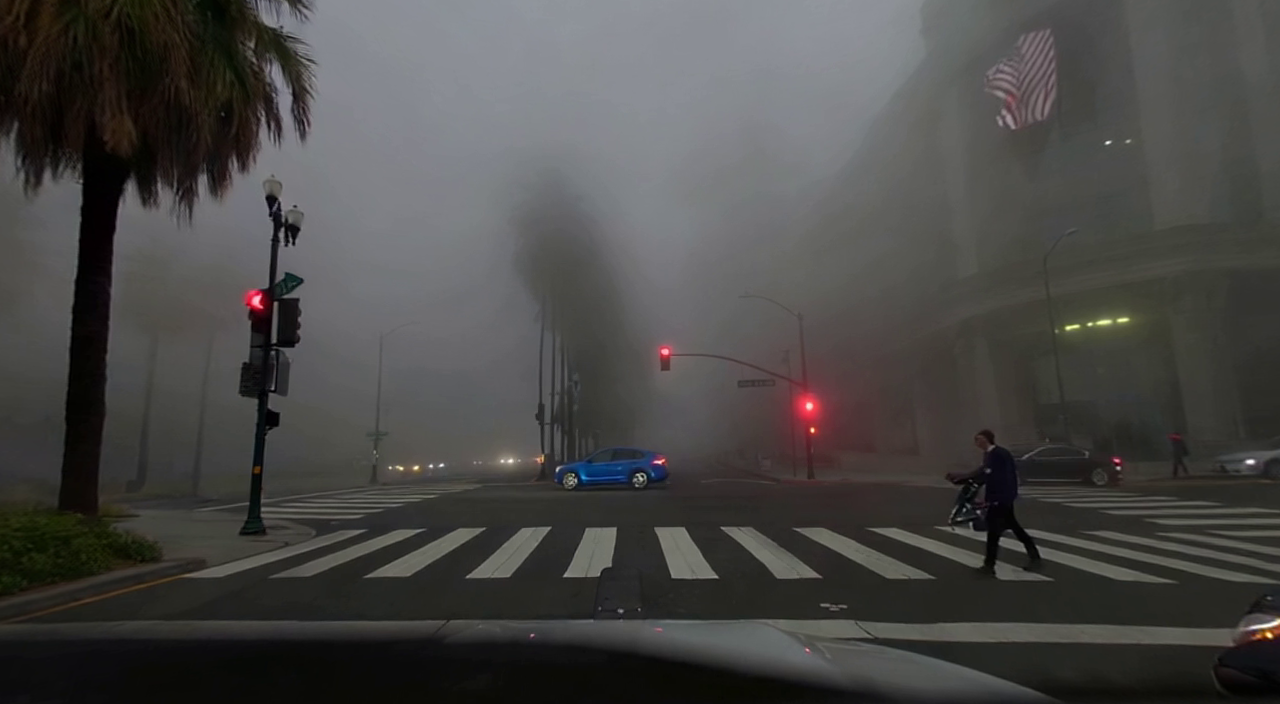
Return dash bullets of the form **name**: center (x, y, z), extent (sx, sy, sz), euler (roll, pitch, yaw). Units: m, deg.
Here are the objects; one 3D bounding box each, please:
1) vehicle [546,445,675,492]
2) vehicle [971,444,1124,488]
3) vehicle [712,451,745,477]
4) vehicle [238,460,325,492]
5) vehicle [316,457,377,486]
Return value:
- **vehicle**: center (-1.052, 4.207, 23.003), extent (4.499, 1.594, 1.898), euler (0, -9, -2)
- **vehicle**: center (15.070, 4.217, 23.568), extent (4.273, 1.525, 2.000), euler (-1, -8, 2)
- **vehicle**: center (6.248, 7.804, 44.196), extent (2.176, 1.690, 4.138), euler (-2, -9, 9)
- **vehicle**: center (-19.944, 6.872, 35.450), extent (2.069, 1.540, 4.774), euler (0, -8, 0)
- **vehicle**: center (-20.069, 8.164, 43.408), extent (2.043, 1.745, 4.420), euler (0, -8, 0)
